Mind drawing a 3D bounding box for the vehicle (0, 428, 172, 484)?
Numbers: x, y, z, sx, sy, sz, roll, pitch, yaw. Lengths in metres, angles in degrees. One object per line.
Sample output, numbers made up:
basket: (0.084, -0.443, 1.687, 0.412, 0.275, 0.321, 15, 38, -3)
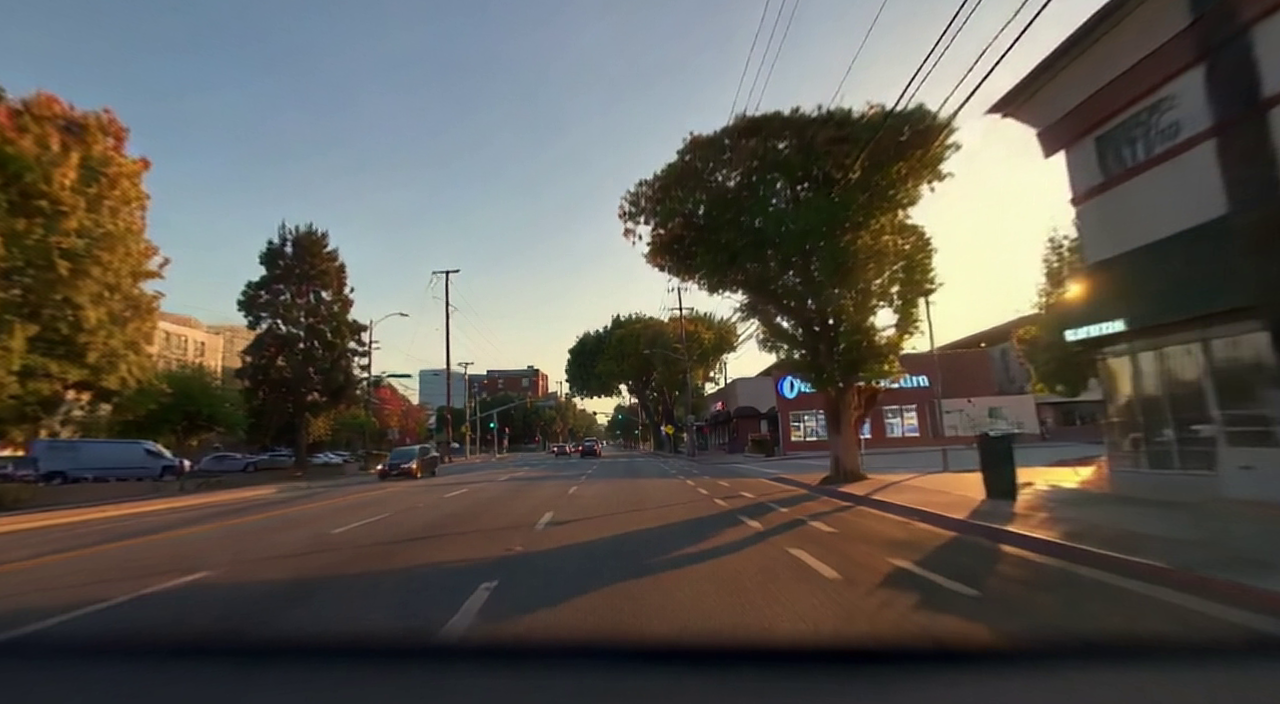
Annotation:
vehicle: (-40.500, 7.516, 45.947, 9.636, 3.788, 2.949, 1, -8, -10)
